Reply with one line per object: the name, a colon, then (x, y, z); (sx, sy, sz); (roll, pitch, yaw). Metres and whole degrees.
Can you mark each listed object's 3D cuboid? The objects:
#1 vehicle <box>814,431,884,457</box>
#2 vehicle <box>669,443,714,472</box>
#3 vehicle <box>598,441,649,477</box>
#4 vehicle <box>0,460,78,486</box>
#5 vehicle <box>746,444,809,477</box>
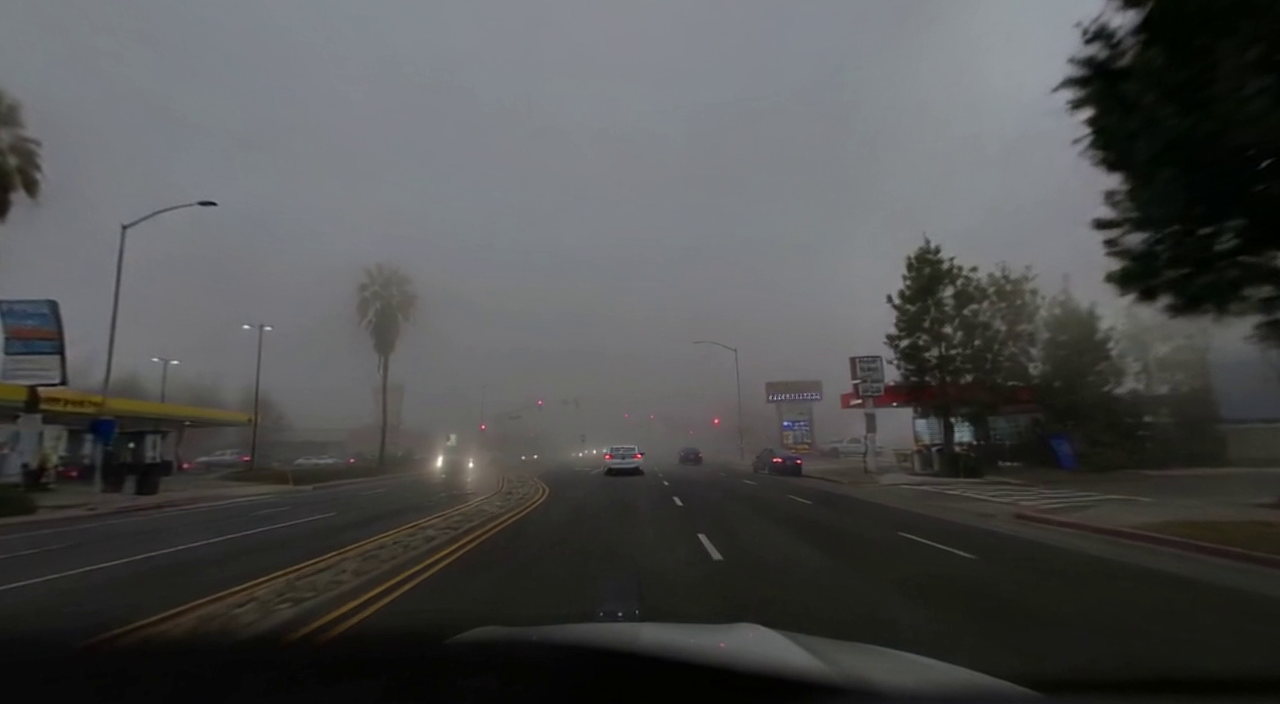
vehicle: (16.021, 7.150, 48.817); (2.172, 1.855, 5.526); (1, -10, -18)
vehicle: (2.840, 5.927, 35.649); (2.060, 1.471, 4.168); (0, -9, -1)
vehicle: (-0.748, 4.953, 29.366); (2.160, 1.508, 4.319); (0, -9, -1)
vehicle: (-35.260, 6.976, 36.563); (3.781, 1.401, 1.776); (-1, -9, 0)
vehicle: (6.705, 5.345, 31.451); (1.922, 1.461, 4.868); (0, -9, -2)
